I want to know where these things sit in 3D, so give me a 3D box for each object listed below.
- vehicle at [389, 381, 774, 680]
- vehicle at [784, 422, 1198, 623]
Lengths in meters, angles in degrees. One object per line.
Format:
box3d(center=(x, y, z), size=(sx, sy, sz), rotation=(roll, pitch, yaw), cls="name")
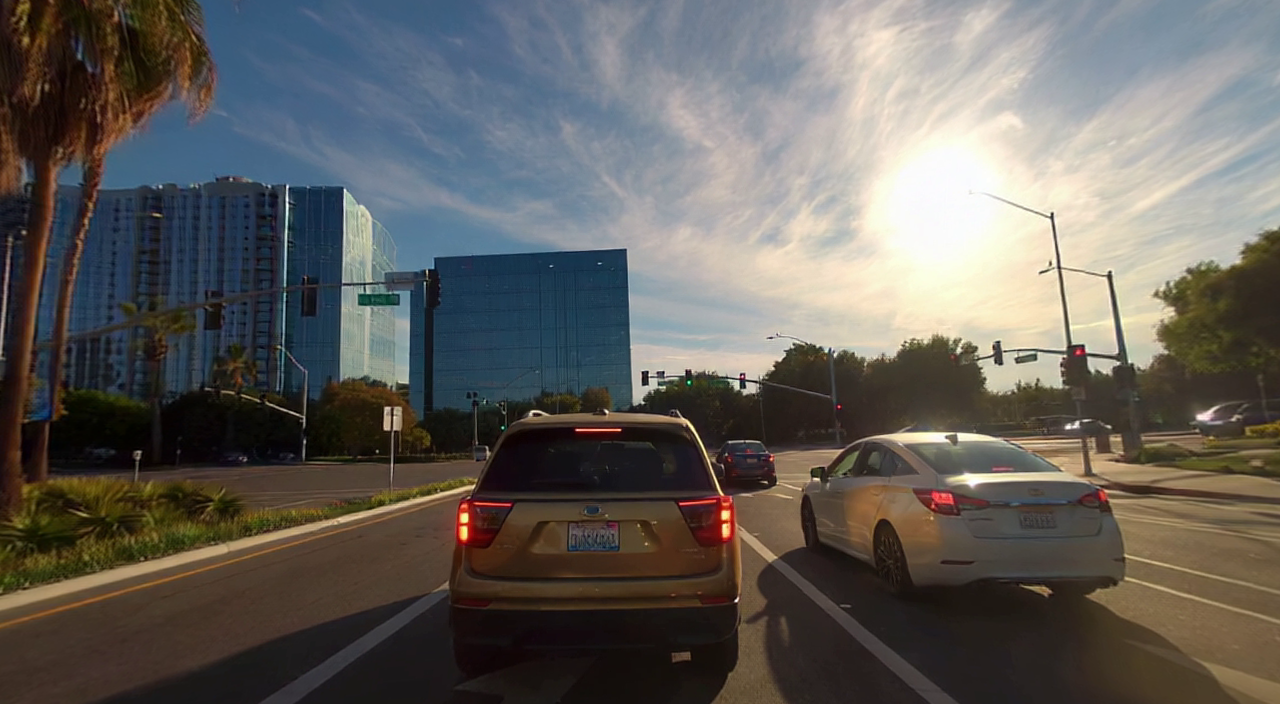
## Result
box3d(center=(-0.336, 1.312, 5.675), size=(2.172, 1.694, 4.055), rotation=(0, -8, 0), cls="vehicle")
box3d(center=(3.122, 1.602, 6.952), size=(1.971, 1.473, 4.495), rotation=(0, -8, 0), cls="vehicle")
